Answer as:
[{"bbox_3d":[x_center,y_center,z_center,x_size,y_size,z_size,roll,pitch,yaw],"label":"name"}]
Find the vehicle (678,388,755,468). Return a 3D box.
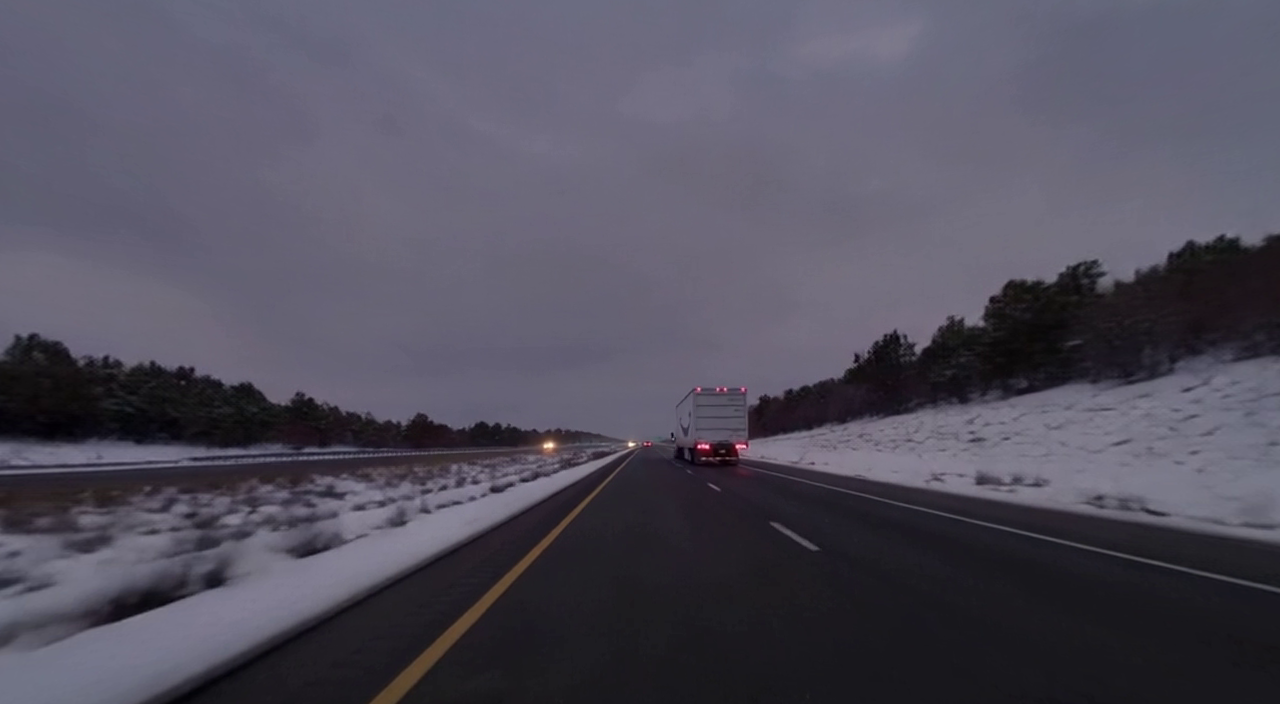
[{"bbox_3d":[4.699,5.355,42.709,3.190,4.365,16.625,0,-8,0],"label":"vehicle"}]
